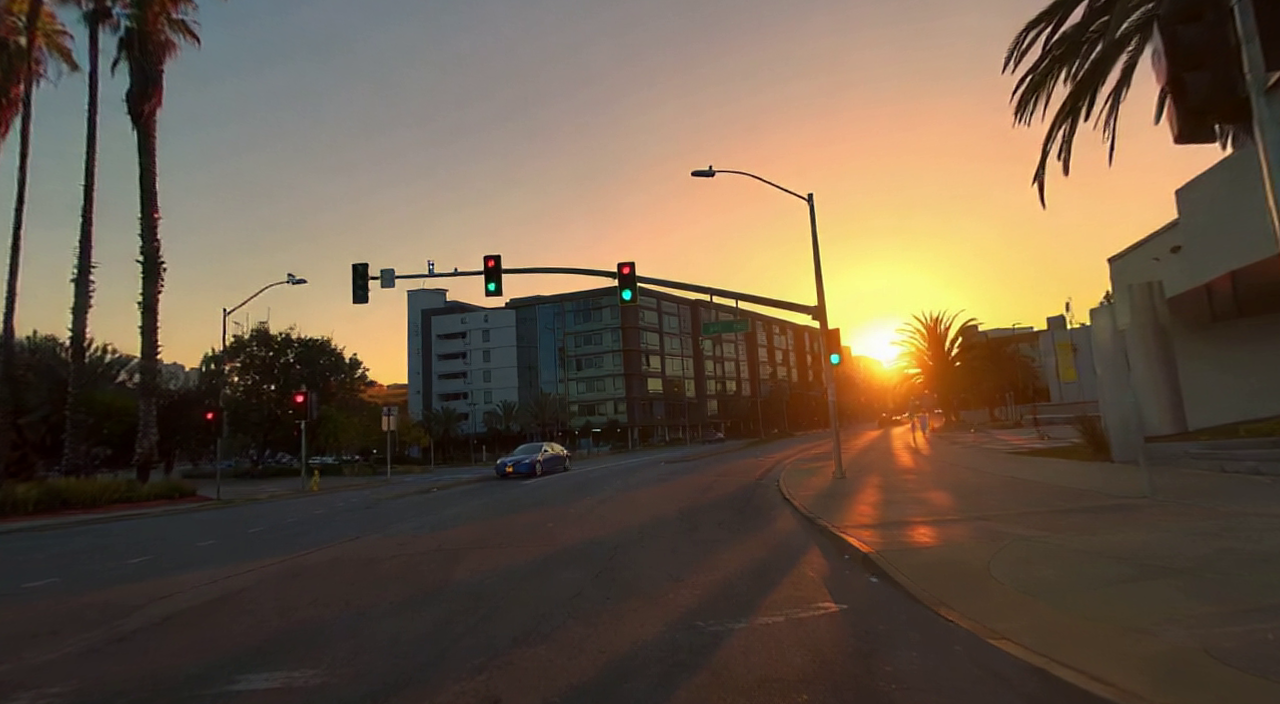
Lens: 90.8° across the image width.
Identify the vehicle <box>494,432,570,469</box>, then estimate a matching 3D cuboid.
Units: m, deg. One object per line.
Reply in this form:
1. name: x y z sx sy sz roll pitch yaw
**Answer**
1. vehicle: -5.631 5.228 33.651 2.181 1.792 4.648 -3 -9 16
